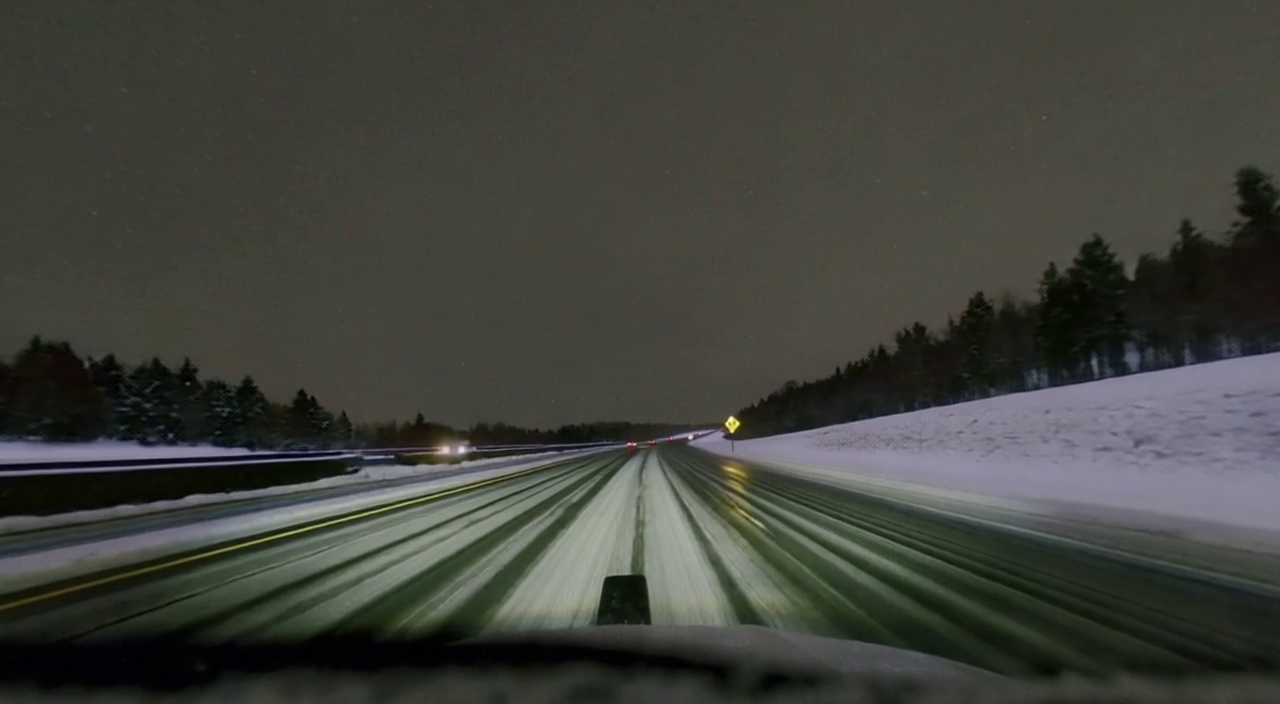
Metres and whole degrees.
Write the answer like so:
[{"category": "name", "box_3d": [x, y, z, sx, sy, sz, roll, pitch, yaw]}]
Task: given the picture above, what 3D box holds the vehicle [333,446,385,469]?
[{"category": "vehicle", "box_3d": [-19.224, 7.221, 43.152, 1.759, 1.472, 3.823, 0, -8, 1]}]
